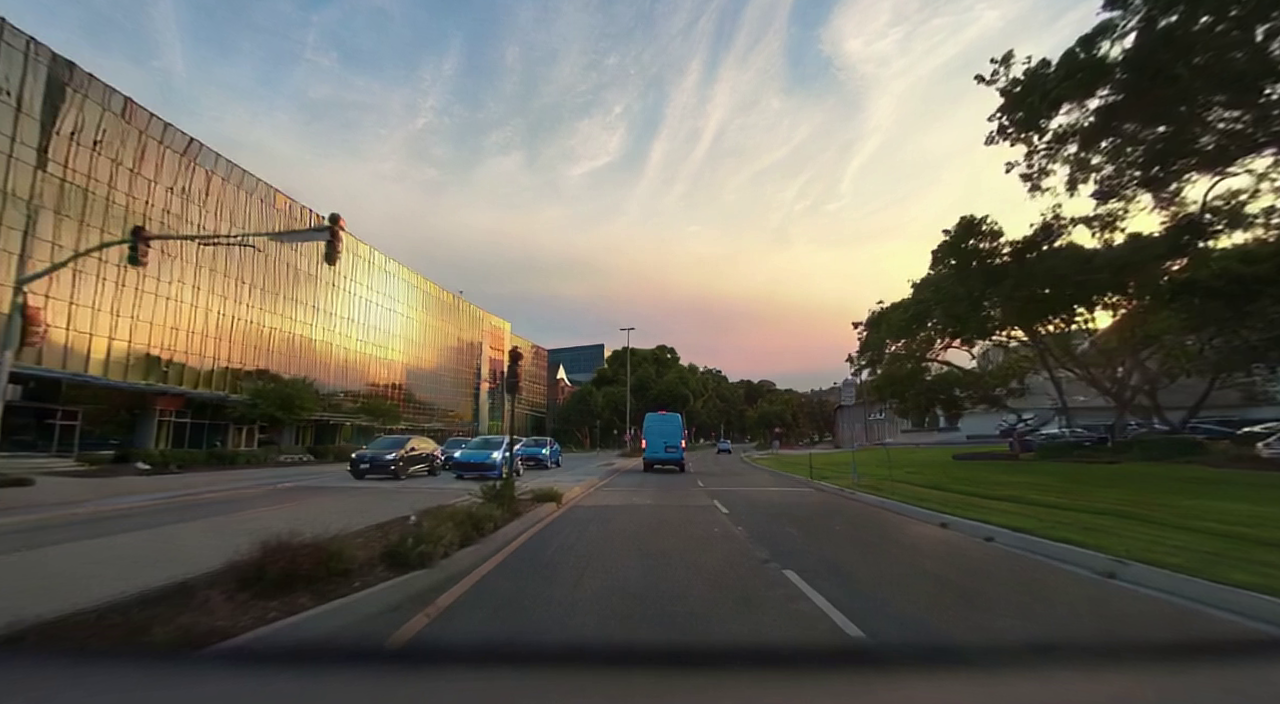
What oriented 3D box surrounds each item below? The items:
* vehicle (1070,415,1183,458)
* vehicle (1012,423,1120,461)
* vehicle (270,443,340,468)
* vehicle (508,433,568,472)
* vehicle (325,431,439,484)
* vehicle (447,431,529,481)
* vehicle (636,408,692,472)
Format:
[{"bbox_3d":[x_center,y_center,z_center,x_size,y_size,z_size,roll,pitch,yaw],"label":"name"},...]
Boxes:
[{"bbox_3d":[19.813,3.541,25.879,1.776,1.463,3.803,-4,-11,5],"label":"vehicle"},{"bbox_3d":[17.348,3.715,25.899,1.759,1.433,3.862,-1,-8,2],"label":"vehicle"},{"bbox_3d":[-20.651,6.319,38.734,4.373,1.385,1.827,-5,-9,33],"label":"vehicle"},{"bbox_3d":[-4.749,4.788,30.048,1.935,1.633,4.247,-2,-9,3],"label":"vehicle"},{"bbox_3d":[-8.784,3.654,21.935,1.891,1.575,4.559,-2,-9,3],"label":"vehicle"},{"bbox_3d":[-5.279,3.698,22.386,1.893,1.587,3.595,-1,-9,2],"label":"vehicle"},{"bbox_3d":[1.266,4.257,30.601,2.435,2.816,5.232,-1,-8,5],"label":"vehicle"}]
